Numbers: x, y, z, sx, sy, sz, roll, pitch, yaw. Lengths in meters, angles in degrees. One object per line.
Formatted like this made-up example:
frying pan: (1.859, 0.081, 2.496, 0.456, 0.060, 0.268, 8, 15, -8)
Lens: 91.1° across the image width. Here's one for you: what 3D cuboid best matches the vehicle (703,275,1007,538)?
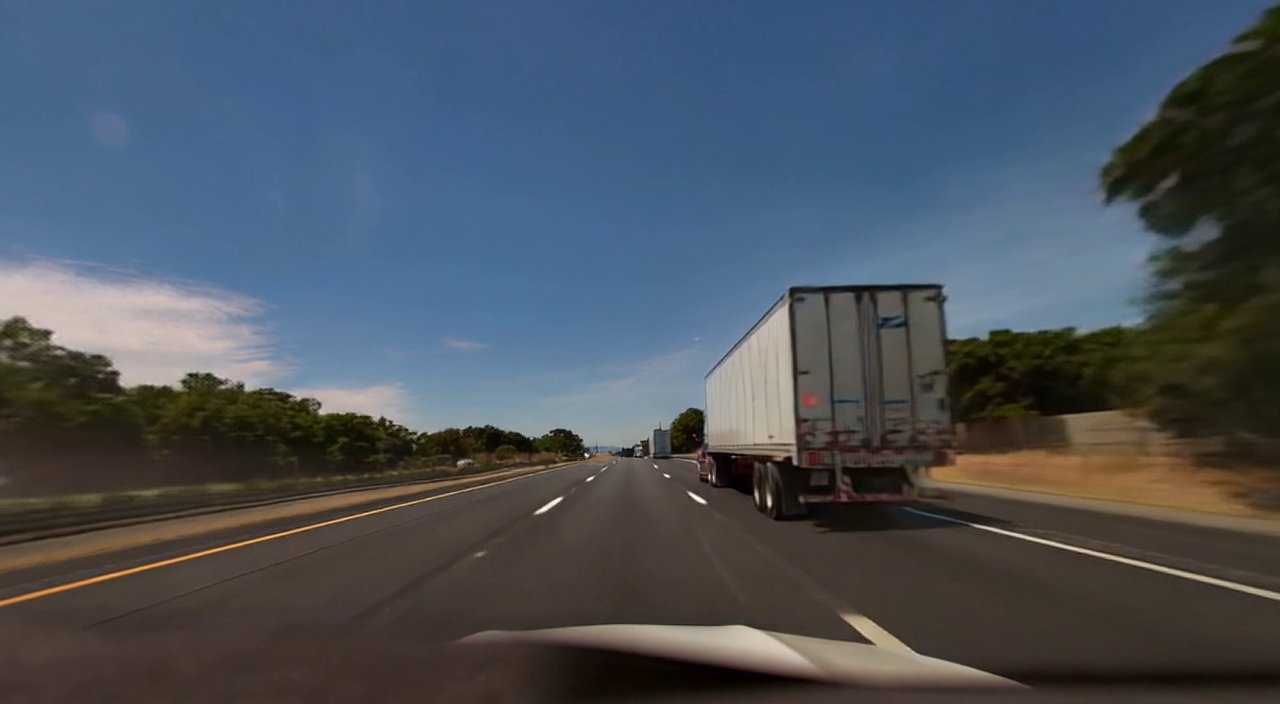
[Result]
vehicle: (3.859, 1.778, 16.102, 3.037, 3.999, 13.133, 0, -9, 0)
